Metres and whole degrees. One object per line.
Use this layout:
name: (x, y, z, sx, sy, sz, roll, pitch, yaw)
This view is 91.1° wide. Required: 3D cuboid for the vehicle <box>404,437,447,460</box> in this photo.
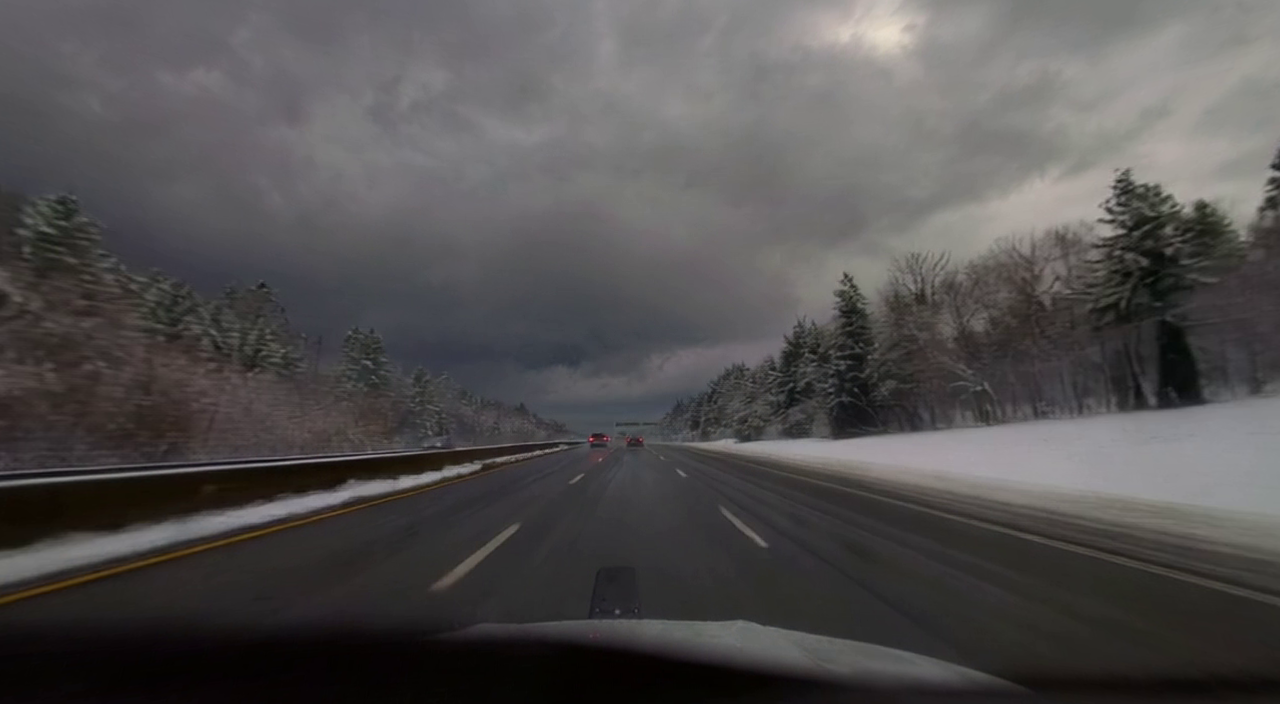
vehicle: (-16.957, 7.617, 49.963, 1.958, 1.710, 4.234, 0, -8, -1)
